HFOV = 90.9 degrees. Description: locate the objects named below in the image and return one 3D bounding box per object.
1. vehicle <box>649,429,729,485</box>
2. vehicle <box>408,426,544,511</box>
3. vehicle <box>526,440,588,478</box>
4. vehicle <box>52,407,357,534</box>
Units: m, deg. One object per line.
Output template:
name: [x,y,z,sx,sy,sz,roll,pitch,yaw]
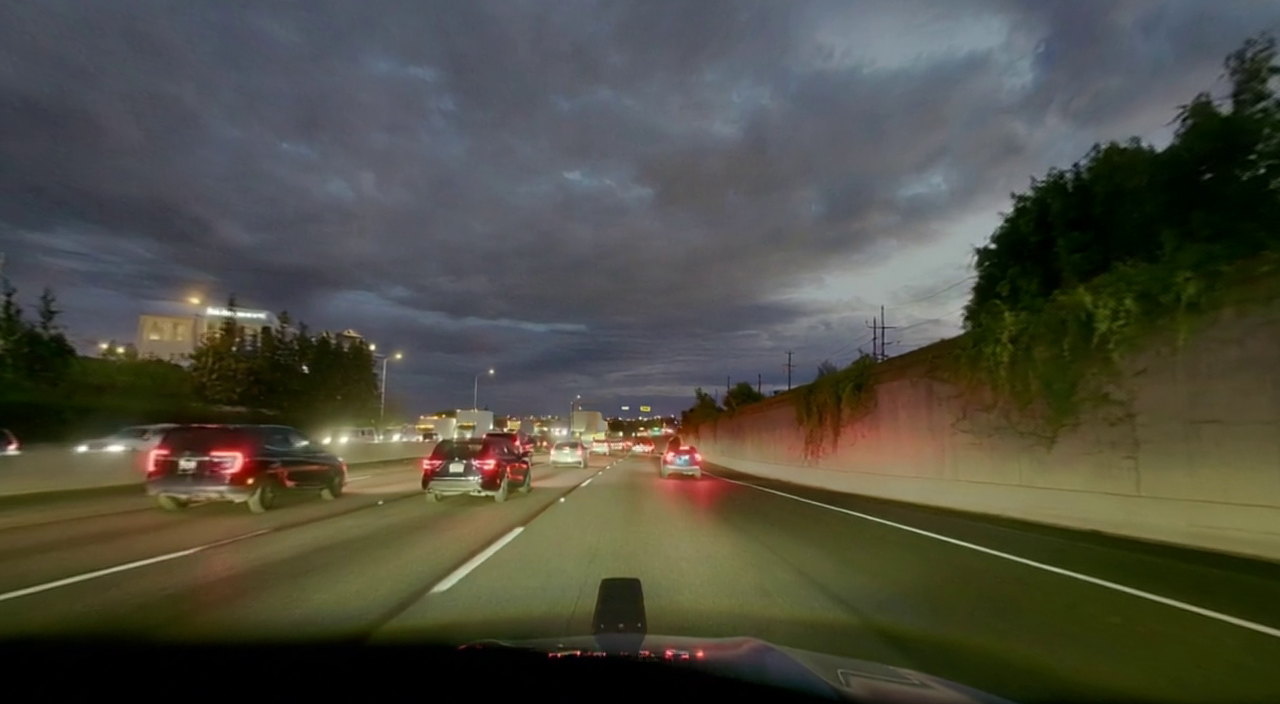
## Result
vehicle: [1.951,4.484,27.315,2.793,2.132,5.682,0,-9,-2]
vehicle: [-3.694,2.722,15.161,2.026,1.719,4.490,0,-9,0]
vehicle: [-3.605,4.775,28.320,2.049,1.530,4.707,0,-9,1]
vehicle: [-7.391,2.070,11.552,2.222,1.825,4.640,0,-9,0]
